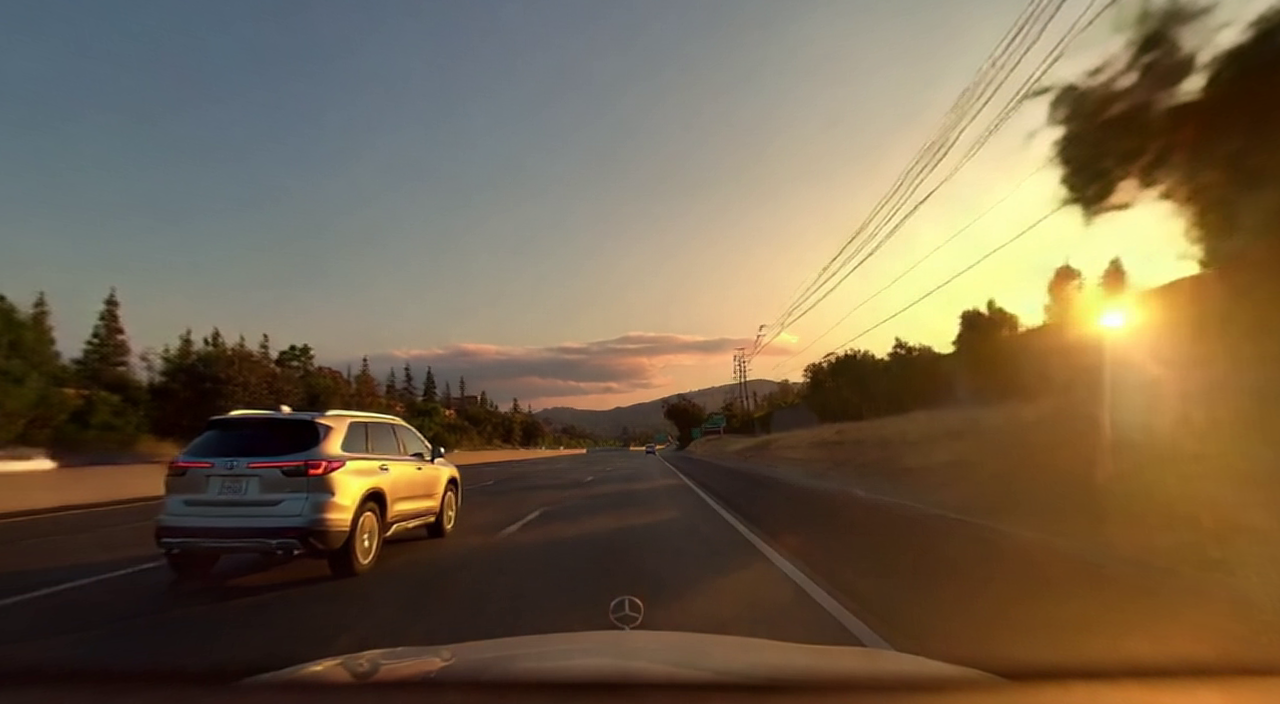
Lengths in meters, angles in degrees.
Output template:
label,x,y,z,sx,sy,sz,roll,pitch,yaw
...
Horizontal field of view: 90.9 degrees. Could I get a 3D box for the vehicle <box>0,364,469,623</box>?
label,x,y,z,sx,sy,sz,roll,pitch,yaw
vehicle,-3.834,1.456,7.439,2.136,1.975,5.037,-1,-8,1
